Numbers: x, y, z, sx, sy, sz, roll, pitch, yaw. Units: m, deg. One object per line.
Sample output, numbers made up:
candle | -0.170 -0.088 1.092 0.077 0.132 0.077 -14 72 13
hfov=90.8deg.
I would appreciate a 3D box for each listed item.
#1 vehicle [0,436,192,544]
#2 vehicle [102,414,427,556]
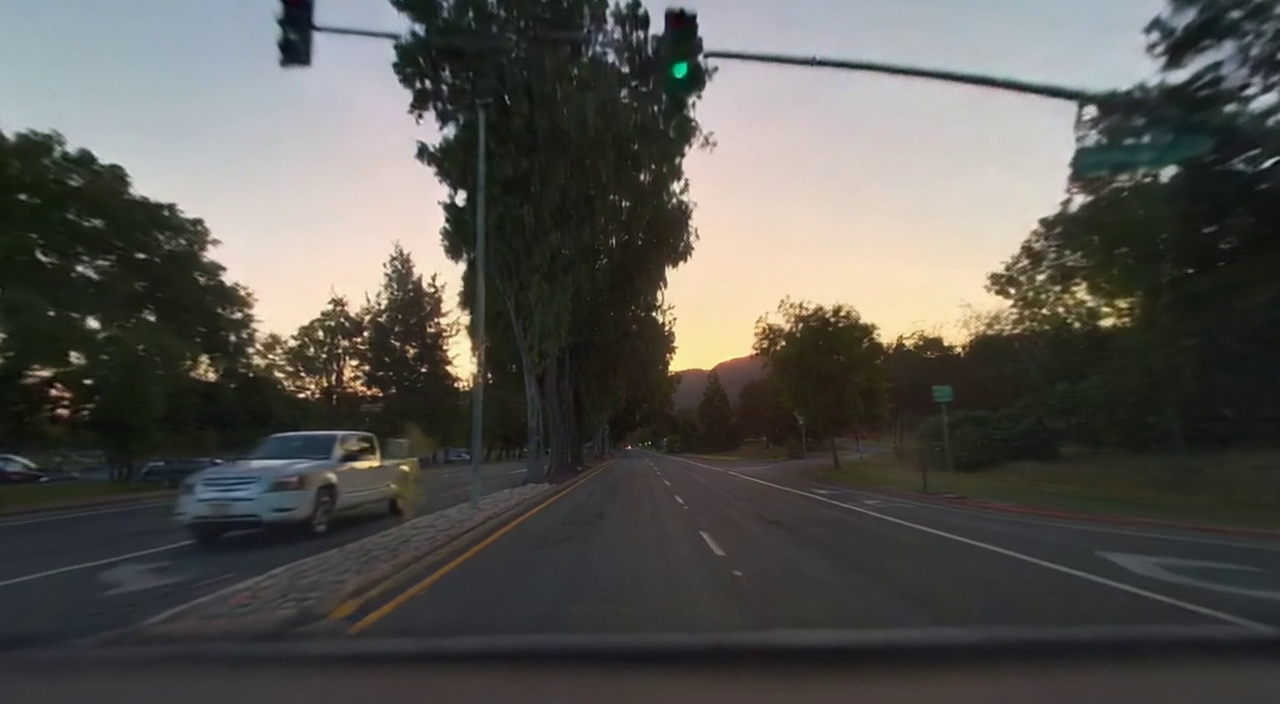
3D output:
vehicle | -12.041 2.696 13.080 2.208 1.821 4.552 0 -8 -1
vehicle | -5.986 2.206 11.464 2.084 1.823 6.226 -1 -8 0
